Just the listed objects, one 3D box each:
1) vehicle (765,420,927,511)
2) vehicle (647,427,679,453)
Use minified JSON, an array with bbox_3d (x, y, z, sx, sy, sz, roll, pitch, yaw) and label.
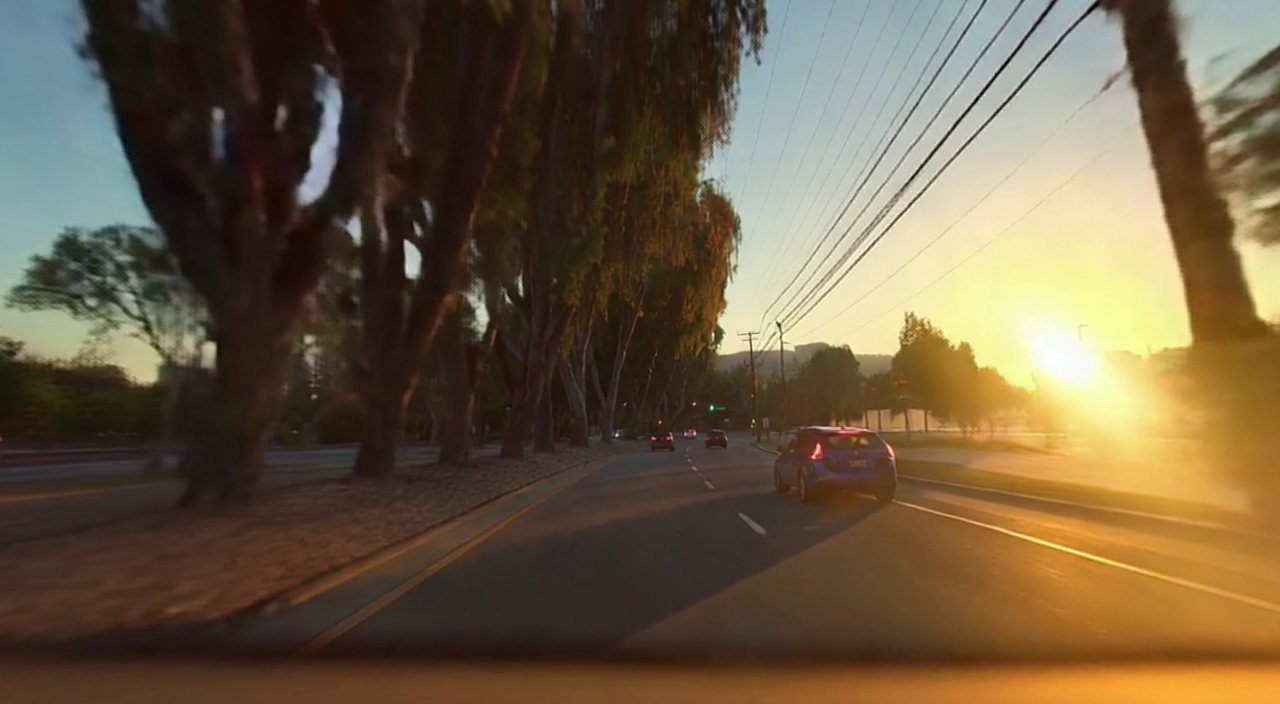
[{"bbox_3d":[3.951,2.232,12.983,1.881,1.512,4.294,-1,-8,1],"label":"vehicle"},{"bbox_3d":[1.730,6.426,46.175,2.163,1.746,4.073,-1,-8,4],"label":"vehicle"}]
